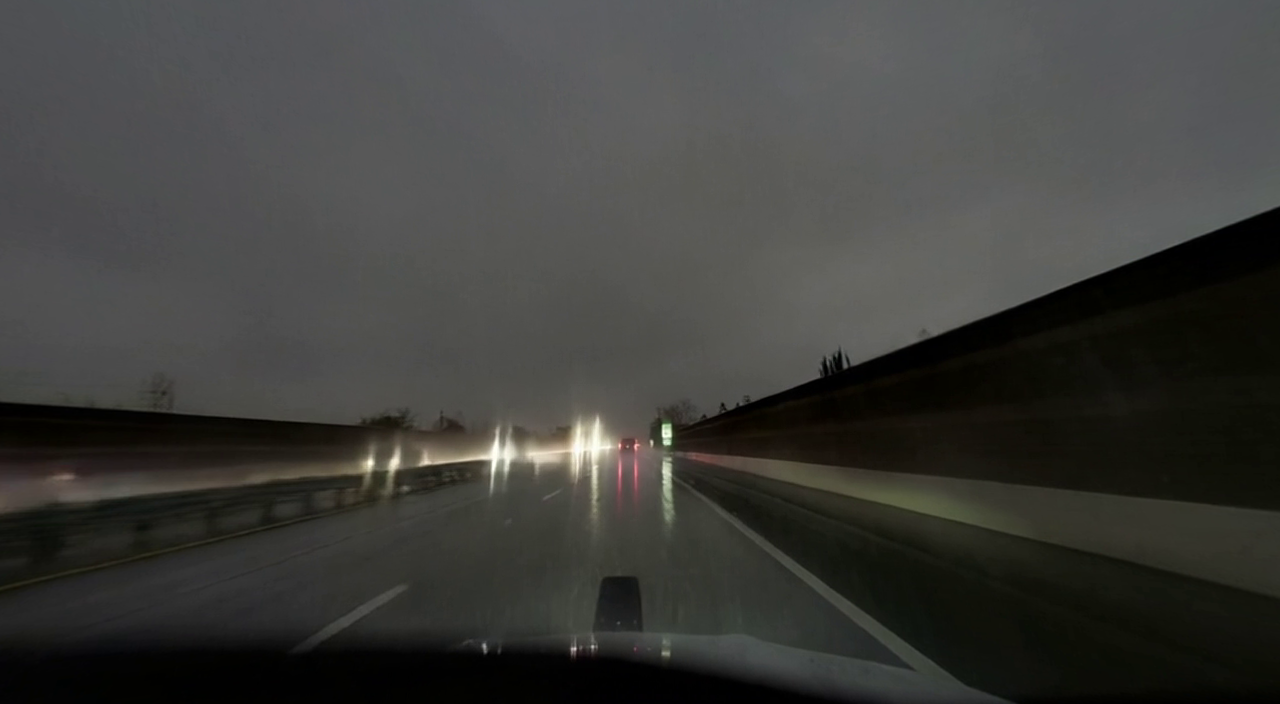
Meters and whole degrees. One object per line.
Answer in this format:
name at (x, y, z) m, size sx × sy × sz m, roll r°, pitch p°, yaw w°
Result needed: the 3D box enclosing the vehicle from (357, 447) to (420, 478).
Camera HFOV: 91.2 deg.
vehicle at (-13.640, 5.970, 34.212) m, size 1.878 × 1.552 × 4.120 m, roll 0°, pitch -9°, yaw -2°
